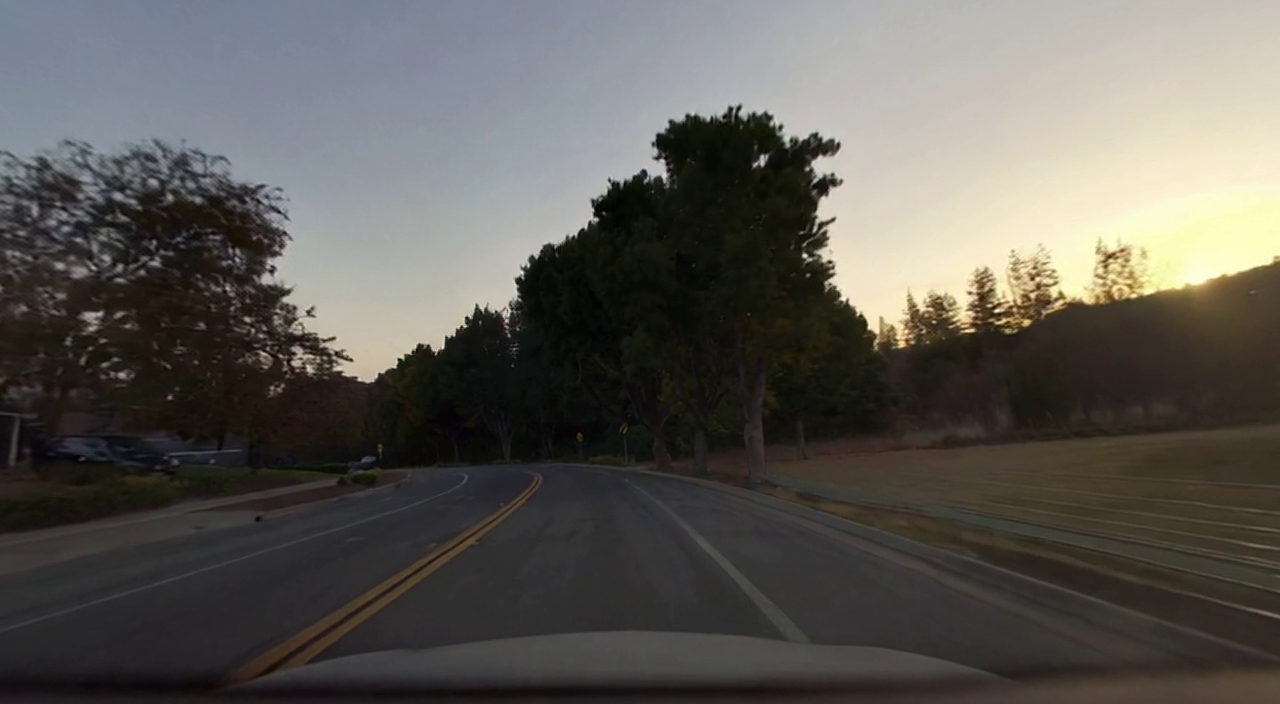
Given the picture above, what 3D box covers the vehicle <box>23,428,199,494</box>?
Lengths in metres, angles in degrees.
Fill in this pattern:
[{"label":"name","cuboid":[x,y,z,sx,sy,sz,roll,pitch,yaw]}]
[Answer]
[{"label":"vehicle","cuboid":[-16.621,3.384,19.851,4.562,1.857,2.129,-3,-9,21]}]
